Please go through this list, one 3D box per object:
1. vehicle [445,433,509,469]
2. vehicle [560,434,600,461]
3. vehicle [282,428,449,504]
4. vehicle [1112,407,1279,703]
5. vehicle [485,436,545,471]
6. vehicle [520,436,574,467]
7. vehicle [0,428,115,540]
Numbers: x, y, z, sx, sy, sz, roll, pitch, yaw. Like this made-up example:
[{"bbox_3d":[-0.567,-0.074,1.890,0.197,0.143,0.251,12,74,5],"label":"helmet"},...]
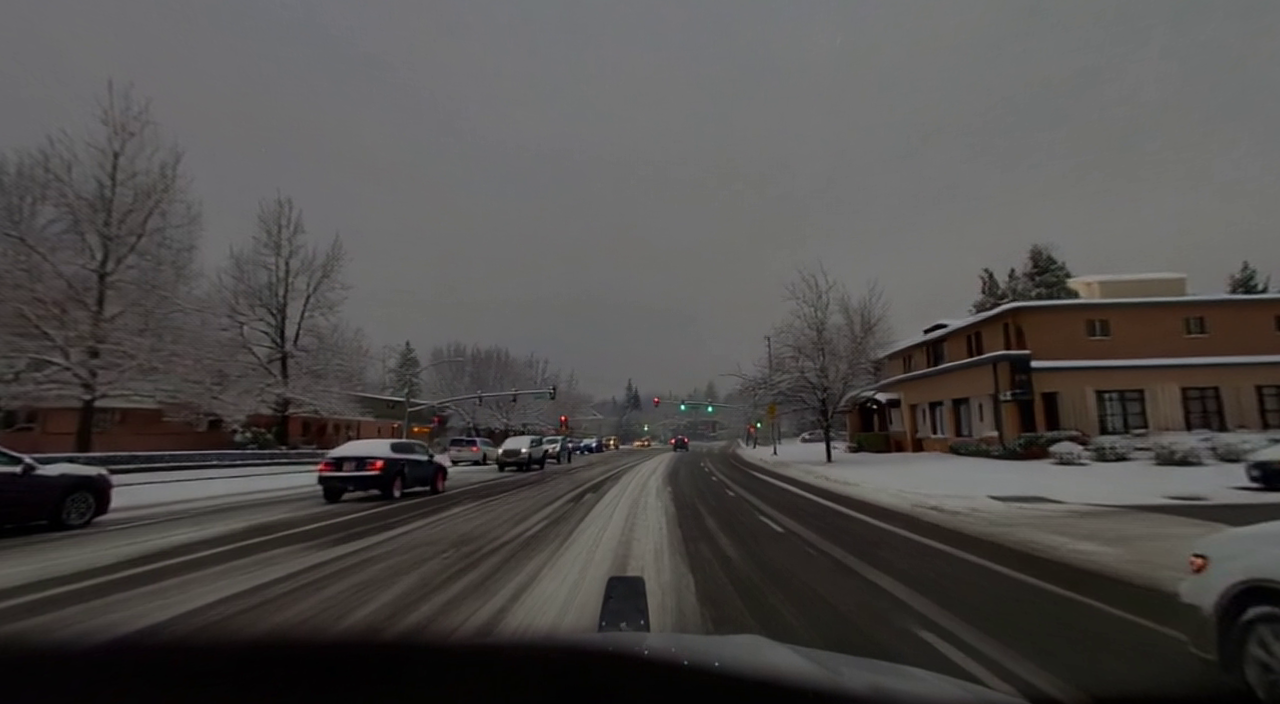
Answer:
[{"bbox_3d":[-8.746,5.357,34.295,2.051,1.801,4.370,-1,-9,4],"label":"vehicle"},{"bbox_3d":[-4.249,6.882,45.387,1.951,1.809,4.917,-1,-9,6],"label":"vehicle"},{"bbox_3d":[-6.482,2.739,15.579,1.988,1.597,4.404,0,-9,2],"label":"vehicle"},{"bbox_3d":[3.839,0.787,1.379,2.003,1.494,4.705,0,-9,1],"label":"vehicle"},{"bbox_3d":[-5.983,4.918,30.694,1.870,1.616,3.765,-1,-9,4],"label":"vehicle"},{"bbox_3d":[-5.331,5.801,36.844,2.121,1.630,4.642,-1,-9,4],"label":"vehicle"},{"bbox_3d":[-9.962,1.794,8.423,1.951,1.554,4.444,0,-9,2],"label":"vehicle"}]
